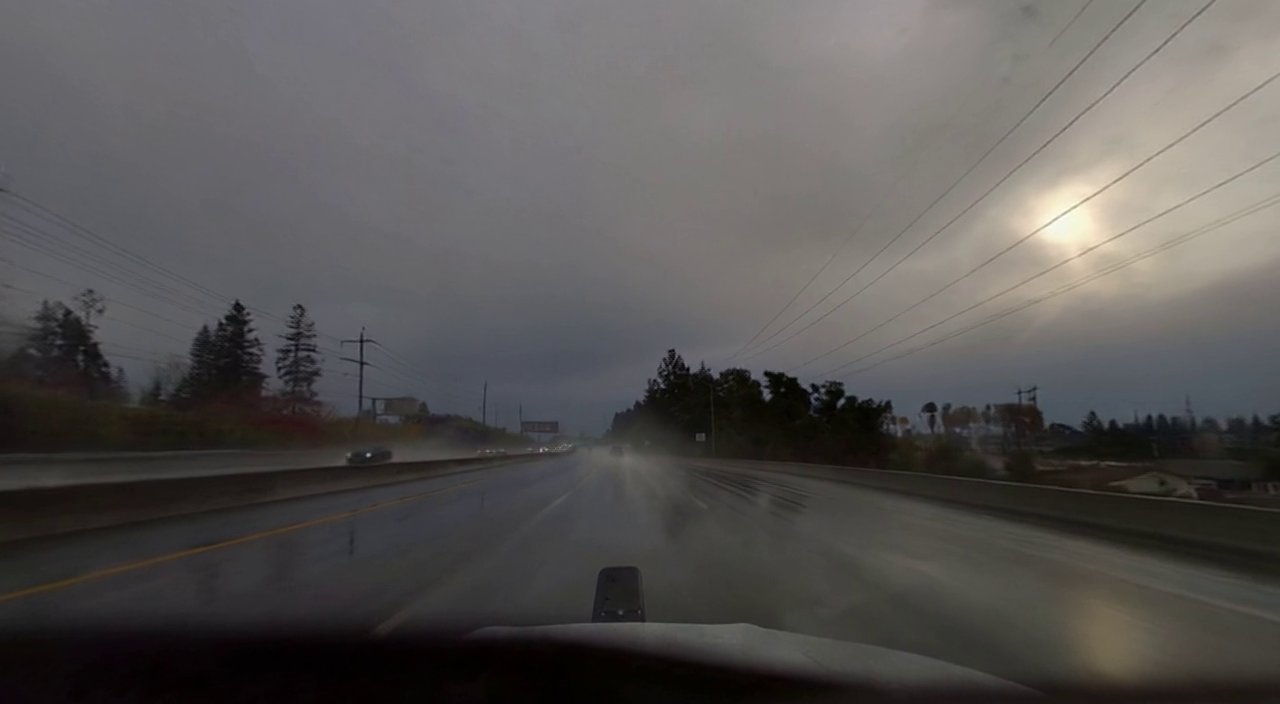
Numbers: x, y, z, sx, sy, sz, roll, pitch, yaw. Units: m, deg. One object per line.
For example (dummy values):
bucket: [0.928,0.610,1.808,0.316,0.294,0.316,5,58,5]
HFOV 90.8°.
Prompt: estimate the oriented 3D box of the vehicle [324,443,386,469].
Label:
vehicle: [-19.139,6.996,42.646,2.120,1.660,4.524,0,-9,-2]
